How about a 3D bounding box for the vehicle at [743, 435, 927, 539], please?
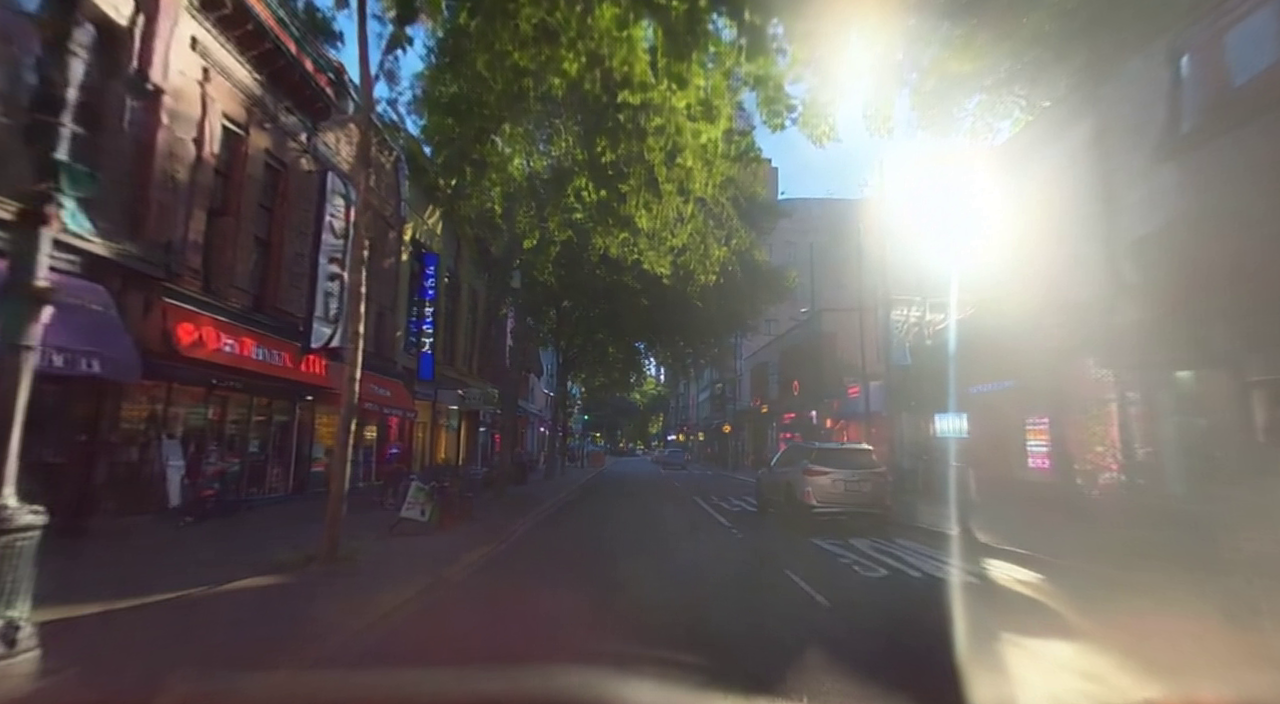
[{"bbox_3d":[3.341,2.393,11.869,1.971,1.559,4.326,0,-9,-1],"label":"vehicle"}]
